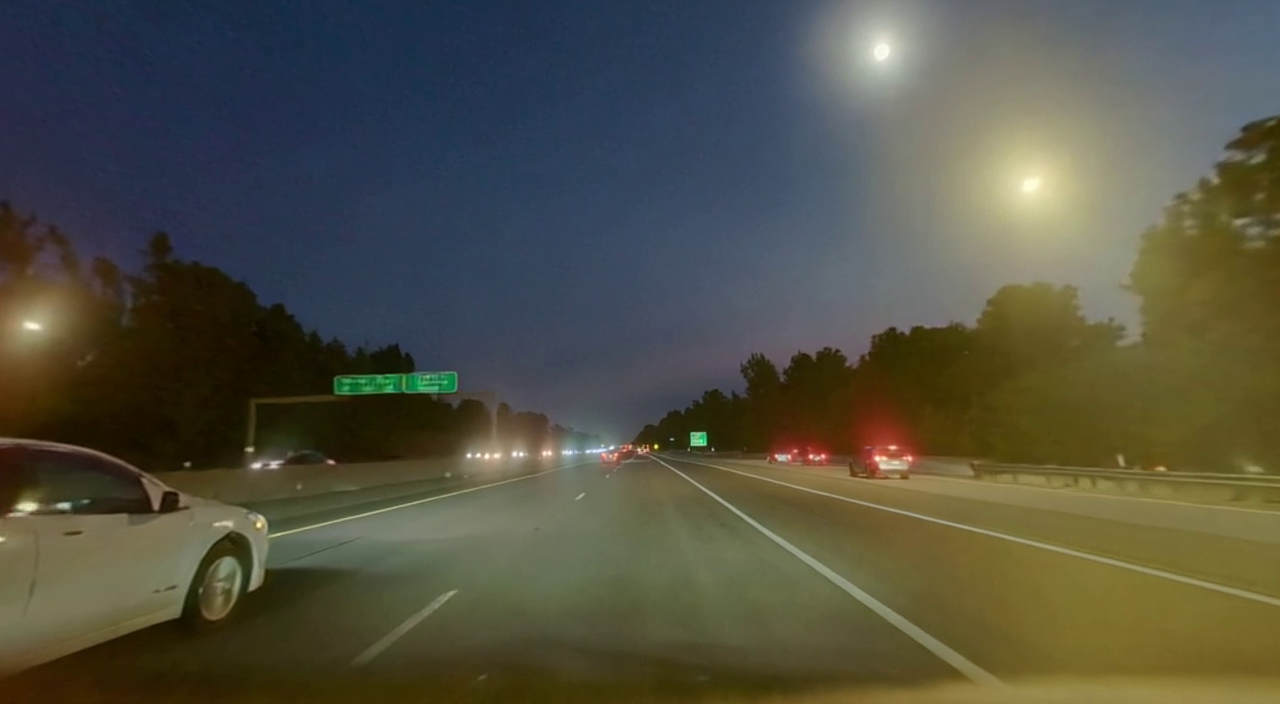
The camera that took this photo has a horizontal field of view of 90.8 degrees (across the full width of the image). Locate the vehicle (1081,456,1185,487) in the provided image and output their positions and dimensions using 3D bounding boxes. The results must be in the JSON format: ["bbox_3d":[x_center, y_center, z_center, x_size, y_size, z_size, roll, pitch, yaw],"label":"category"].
[{"bbox_3d":[30.812,7.451,39.534,1.973,1.766,4.726,8,-12,-41],"label":"vehicle"}]

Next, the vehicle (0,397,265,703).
[{"bbox_3d":[-4.002,0.998,2.851,1.988,1.585,4.215,0,-9,0],"label":"vehicle"}]

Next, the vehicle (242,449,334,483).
[{"bbox_3d":[-15.768,5.122,28.525,1.874,1.400,3.879,0,-9,0],"label":"vehicle"}]
